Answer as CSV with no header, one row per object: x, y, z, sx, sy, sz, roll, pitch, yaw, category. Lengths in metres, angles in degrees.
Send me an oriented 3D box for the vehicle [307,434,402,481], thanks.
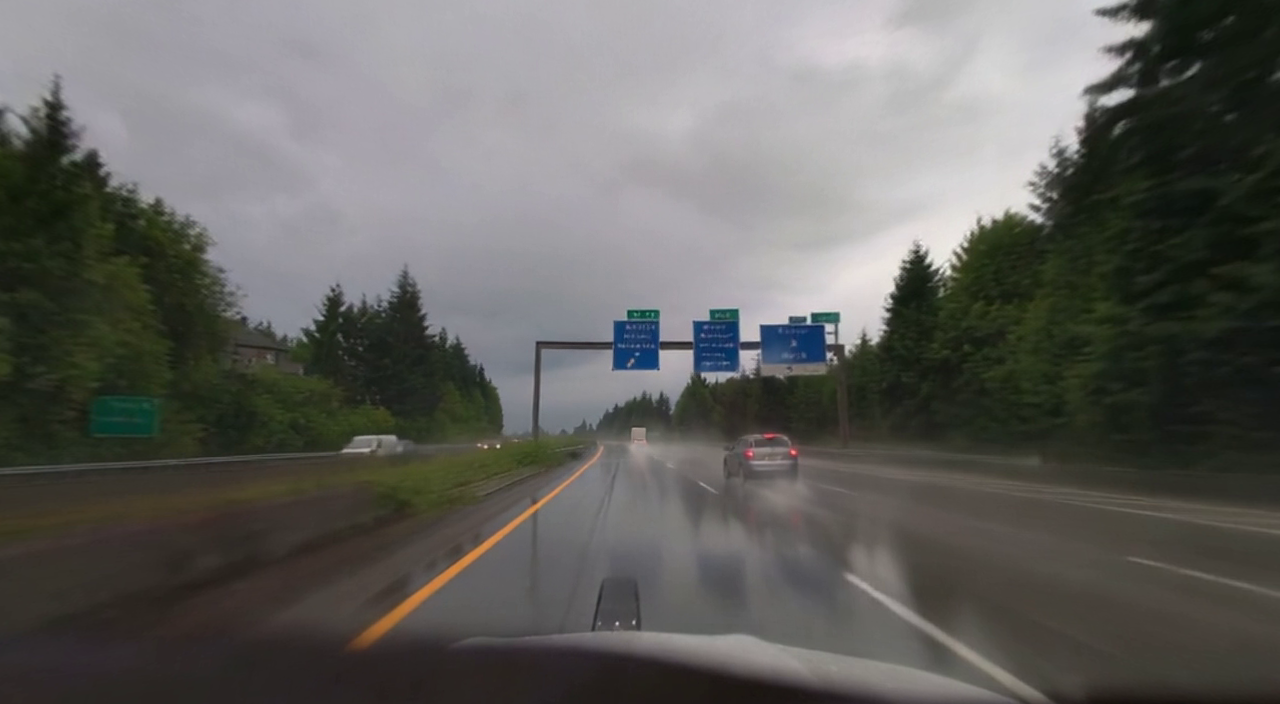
-13.223,4.867,29.575,2.282,2.023,4.788,0,-8,-2,vehicle

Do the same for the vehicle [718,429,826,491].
3.544,2.973,17.771,1.958,1.526,4.227,0,-8,-2,vehicle
